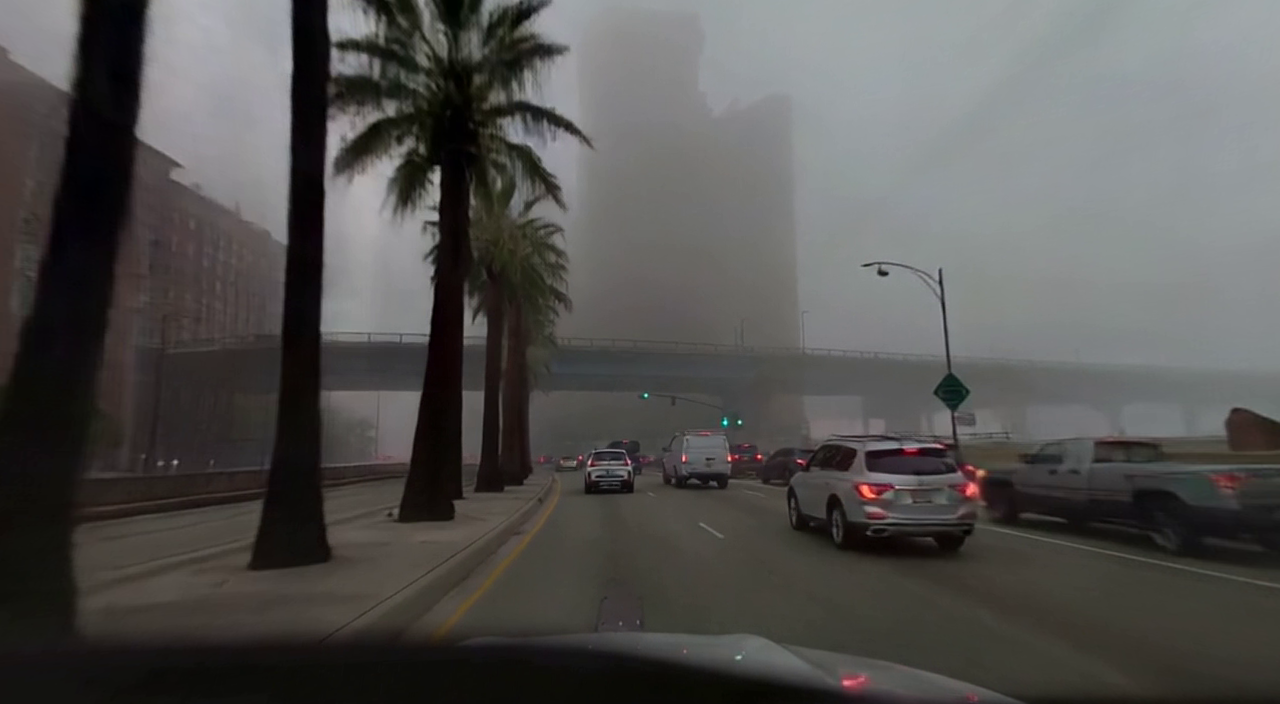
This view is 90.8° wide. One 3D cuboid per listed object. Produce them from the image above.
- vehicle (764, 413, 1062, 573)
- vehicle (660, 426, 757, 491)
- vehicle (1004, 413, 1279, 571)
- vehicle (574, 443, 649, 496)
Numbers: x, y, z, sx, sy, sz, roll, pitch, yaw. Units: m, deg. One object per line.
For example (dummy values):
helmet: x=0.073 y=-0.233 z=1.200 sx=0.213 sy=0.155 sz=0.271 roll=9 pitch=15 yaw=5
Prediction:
vehicle: x=3.383 y=1.837 z=9.000 sx=2.151 sy=1.695 sz=4.258 roll=0 pitch=-9 yaw=-3
vehicle: x=2.388 y=3.962 z=23.860 sx=2.434 sy=2.171 sz=5.098 roll=1 pitch=-9 yaw=-8
vehicle: x=7.709 y=1.814 z=8.874 sx=2.107 sy=1.659 sz=4.759 roll=0 pitch=-9 yaw=-4
vehicle: x=-1.142 y=4.042 z=22.295 sx=2.332 sy=1.625 sz=4.933 roll=1 pitch=-9 yaw=-6
